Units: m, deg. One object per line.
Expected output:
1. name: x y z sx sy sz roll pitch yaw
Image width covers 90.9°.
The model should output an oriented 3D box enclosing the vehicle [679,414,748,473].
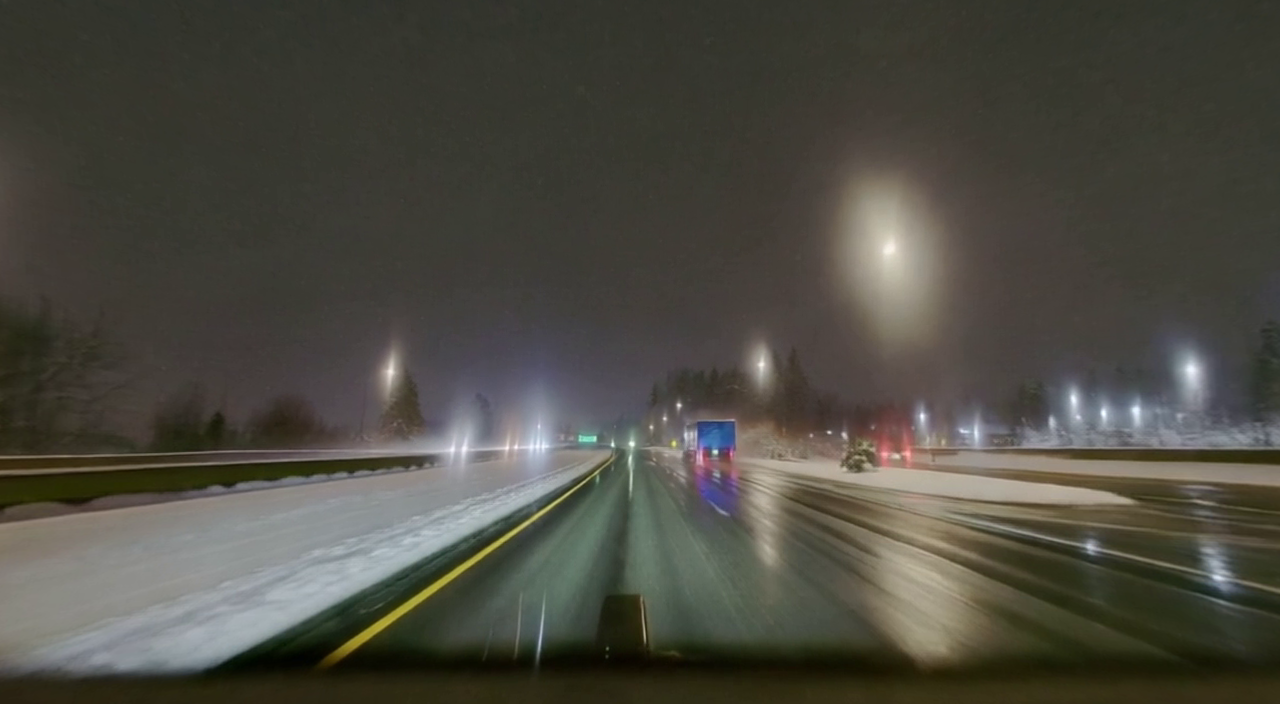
1. vehicle: 3.359 4.374 30.200 2.430 2.495 6.062 0 -8 -1
